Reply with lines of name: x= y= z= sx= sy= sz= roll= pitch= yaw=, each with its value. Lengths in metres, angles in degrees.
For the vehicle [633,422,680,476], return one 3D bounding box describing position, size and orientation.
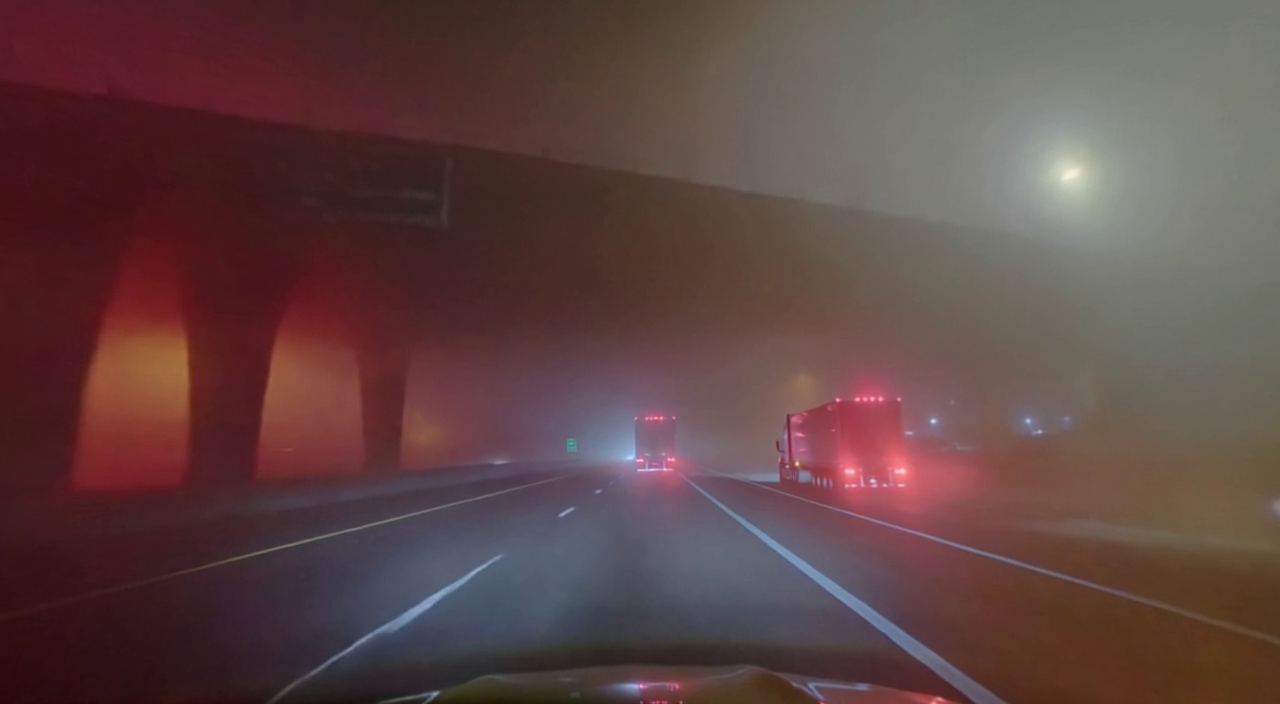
vehicle: x=1.348 y=7.692 z=49.990 sx=3.244 sy=3.713 sz=12.155 roll=-1 pitch=-9 yaw=2
